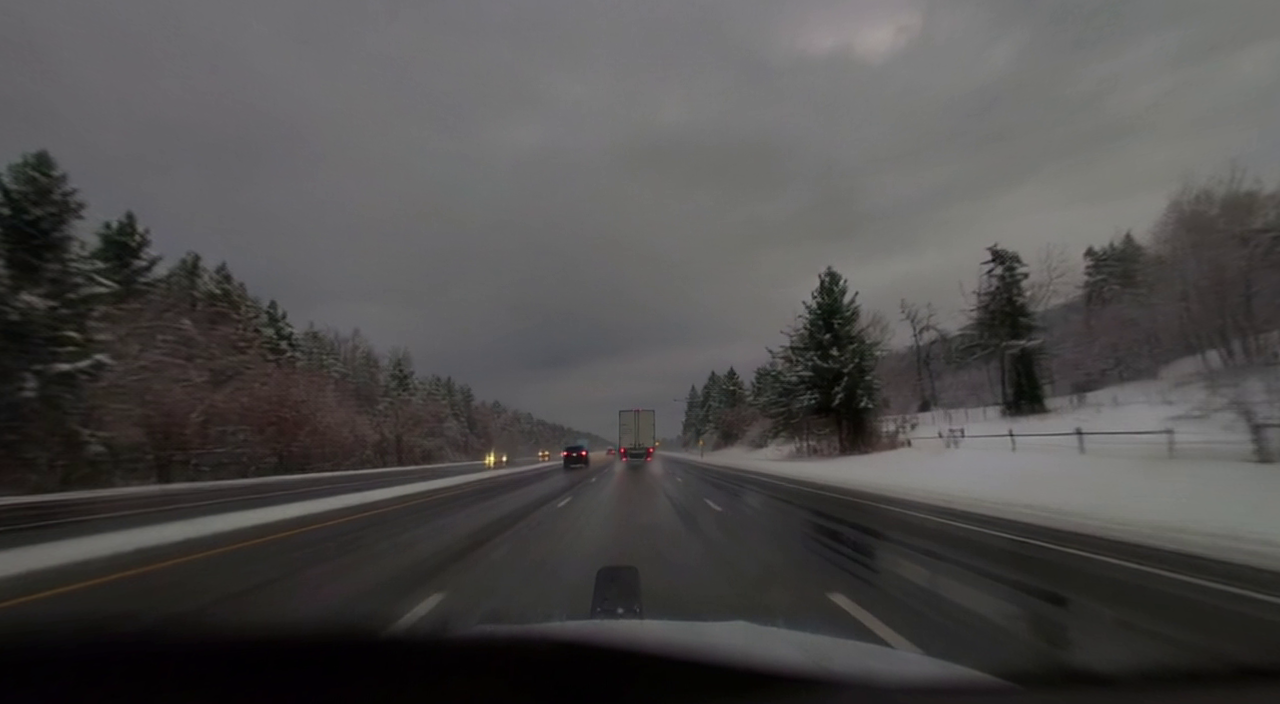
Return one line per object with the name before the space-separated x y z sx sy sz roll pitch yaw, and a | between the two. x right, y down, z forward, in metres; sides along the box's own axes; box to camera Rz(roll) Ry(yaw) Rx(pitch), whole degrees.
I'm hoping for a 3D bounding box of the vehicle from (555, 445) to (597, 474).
vehicle | -3.771 6.412 37.628 2.112 1.645 4.129 0 -9 -1
